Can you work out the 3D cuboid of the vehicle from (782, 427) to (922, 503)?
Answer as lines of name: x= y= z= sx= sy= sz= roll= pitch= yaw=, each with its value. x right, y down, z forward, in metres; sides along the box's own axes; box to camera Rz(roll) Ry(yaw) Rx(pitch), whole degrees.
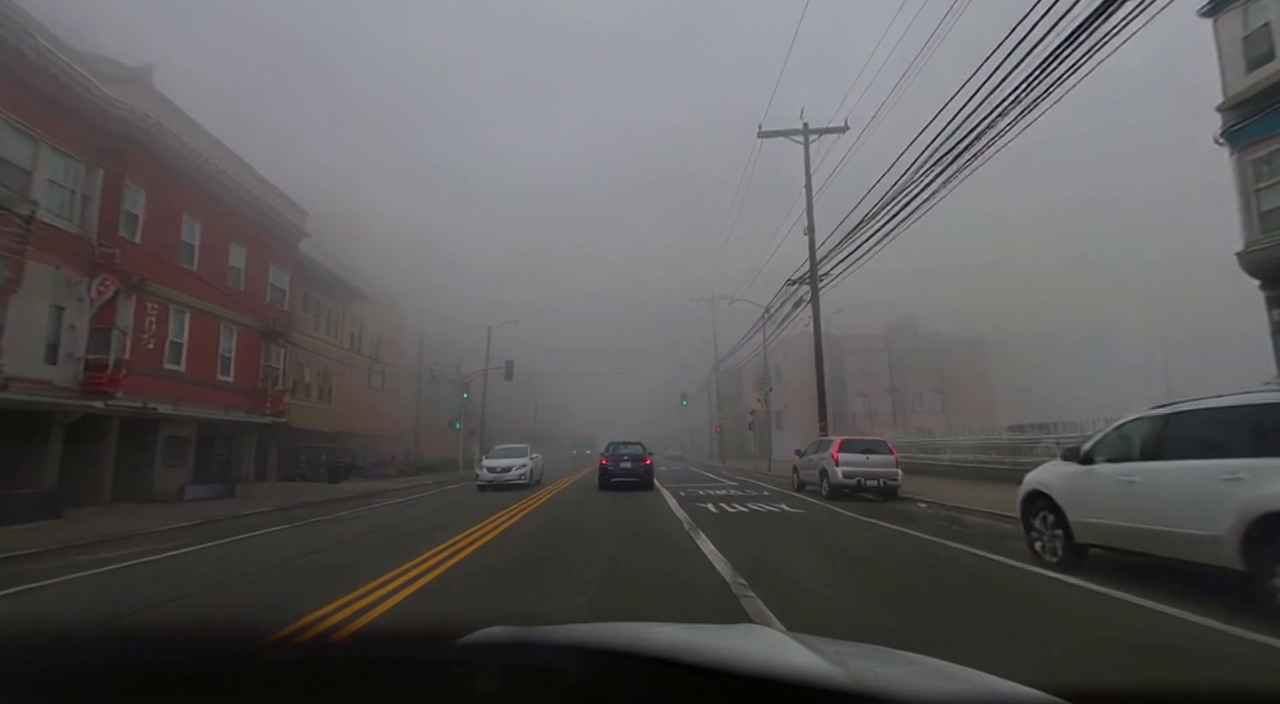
vehicle: x=6.105 y=3.341 z=19.166 sx=2.197 sy=1.917 sz=5.637 roll=0 pitch=-8 yaw=-1

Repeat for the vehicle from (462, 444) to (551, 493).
vehicle: x=-4.437 y=3.939 z=21.747 sx=2.181 sy=1.500 sz=4.319 roll=0 pitch=-8 yaw=-1

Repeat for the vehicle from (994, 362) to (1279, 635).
vehicle: x=6.104 y=1.308 z=6.048 sx=2.208 sy=2.106 sz=5.496 roll=0 pitch=-9 yaw=0

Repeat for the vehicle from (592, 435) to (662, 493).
vehicle: x=-0.396 y=3.477 z=19.921 sx=1.980 sy=1.635 sz=3.795 roll=0 pitch=-8 yaw=-1
